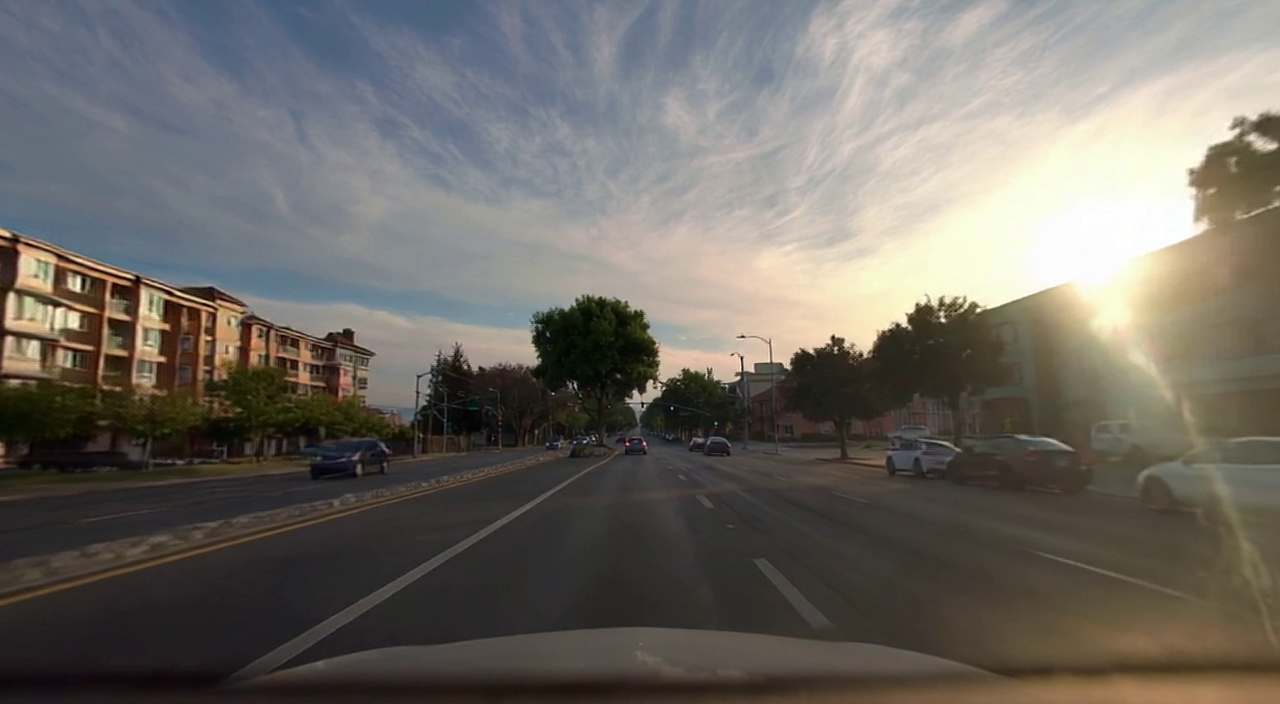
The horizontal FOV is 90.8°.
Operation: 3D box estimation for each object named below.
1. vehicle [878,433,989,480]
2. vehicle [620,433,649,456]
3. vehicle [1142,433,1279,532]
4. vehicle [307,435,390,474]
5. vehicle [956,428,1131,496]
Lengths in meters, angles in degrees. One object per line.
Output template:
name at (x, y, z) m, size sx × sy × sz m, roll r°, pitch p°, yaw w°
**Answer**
vehicle at (10.368, 3.722, 22.740) m, size 1.948 × 1.489 × 4.276 m, roll 0°, pitch -9°, yaw 0°
vehicle at (-0.403, 6.722, 45.968) m, size 2.032 × 1.593 × 3.896 m, roll 0°, pitch -9°, yaw 0°
vehicle at (10.323, 1.948, 9.497) m, size 1.861 × 1.446 × 4.413 m, roll 0°, pitch -9°, yaw -1°
vehicle at (-13.789, 4.871, 30.193) m, size 2.046 × 1.682 × 4.518 m, roll 0°, pitch -9°, yaw -4°
vehicle at (10.562, 2.904, 16.978) m, size 1.905 × 1.597 × 4.040 m, roll 0°, pitch -9°, yaw -2°
